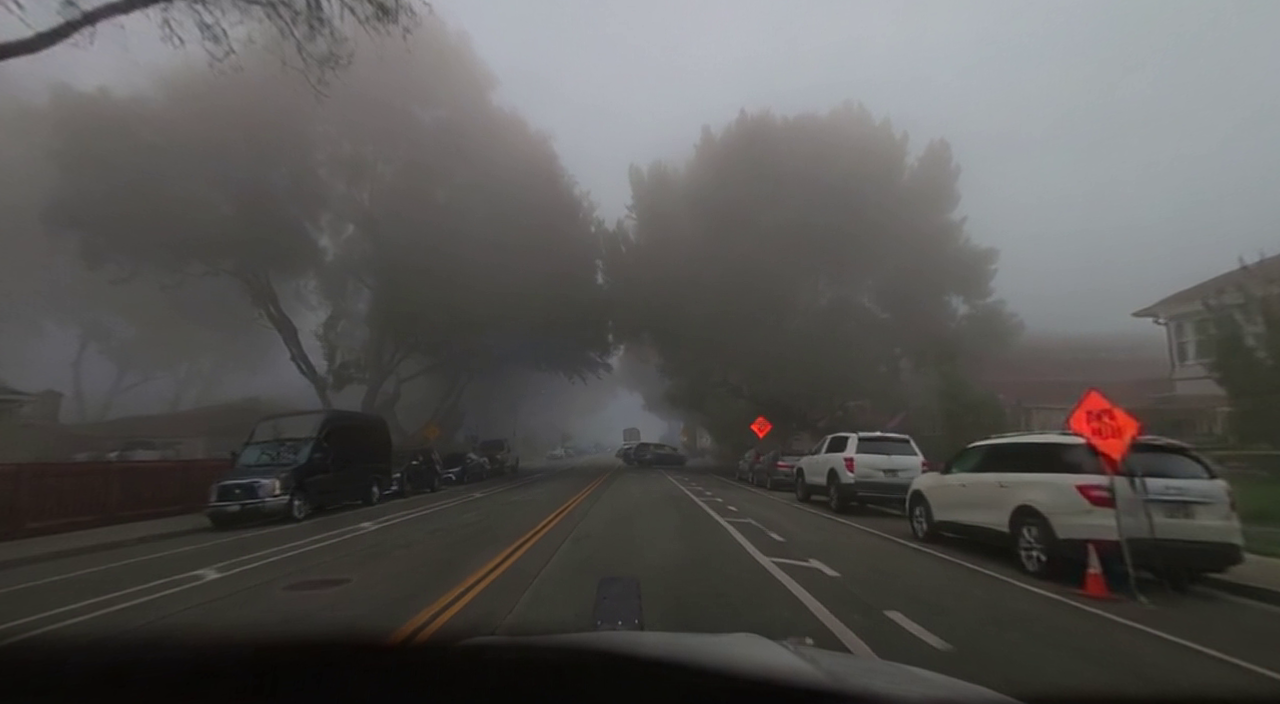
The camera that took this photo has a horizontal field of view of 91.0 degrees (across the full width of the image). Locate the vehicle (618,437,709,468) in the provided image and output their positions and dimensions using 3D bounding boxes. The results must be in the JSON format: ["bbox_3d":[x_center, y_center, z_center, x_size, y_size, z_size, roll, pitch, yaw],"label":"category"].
[{"bbox_3d":[1.452,6.439,40.367,5.503,1.853,2.218,-6,-11,37],"label":"vehicle"}]

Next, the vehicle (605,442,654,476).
[{"bbox_3d":[-0.418,5.003,29.706,2.151,1.481,4.084,0,-9,1],"label":"vehicle"}]

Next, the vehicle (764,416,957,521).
[{"bbox_3d":[4.739,2.631,14.826,2.279,1.946,5.925,0,-9,-1],"label":"vehicle"}]

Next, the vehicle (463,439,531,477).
[{"bbox_3d":[-8.325,6.213,37.328,2.659,2.047,6.014,0,-9,0],"label":"vehicle"}]

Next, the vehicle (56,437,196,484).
[{"bbox_3d":[-23.179,4.882,28.502,4.491,2.031,2.045,0,-8,1],"label":"vehicle"}]

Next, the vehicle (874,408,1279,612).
[{"bbox_3d":[4.938,1.699,7.782,2.225,1.715,4.755,0,-9,0],"label":"vehicle"}]

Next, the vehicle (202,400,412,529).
[{"bbox_3d":[-7.673,2.642,15.185,2.526,2.631,4.228,0,-9,2],"label":"vehicle"}]
